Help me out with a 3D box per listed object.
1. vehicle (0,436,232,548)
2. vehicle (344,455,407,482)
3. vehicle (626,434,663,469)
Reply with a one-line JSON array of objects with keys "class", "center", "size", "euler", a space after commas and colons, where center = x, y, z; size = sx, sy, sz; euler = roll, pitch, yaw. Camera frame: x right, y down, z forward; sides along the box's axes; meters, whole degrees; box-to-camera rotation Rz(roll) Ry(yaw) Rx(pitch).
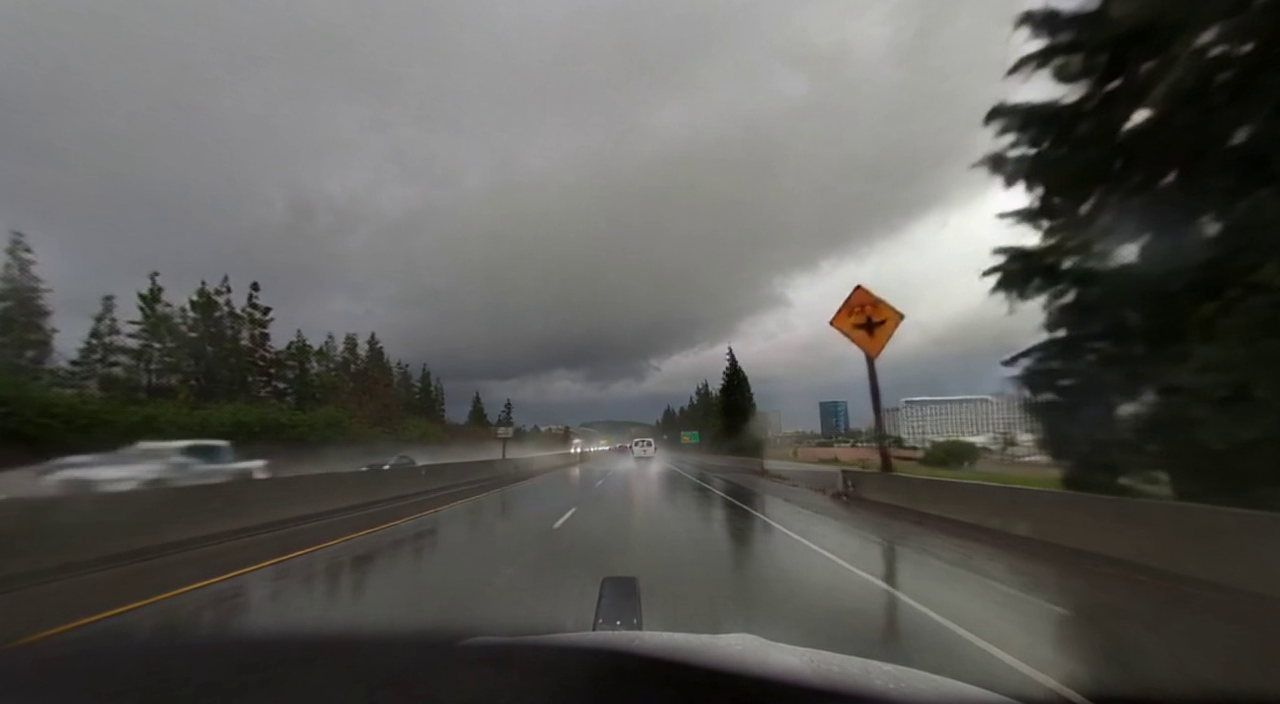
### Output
[{"class": "vehicle", "center": [-12.206, 2.959, 14.125], "size": [2.243, 1.979, 5.607], "euler": [0, -9, 0]}, {"class": "vehicle", "center": [-16.354, 7.207, 38.990], "size": [1.891, 1.517, 4.540], "euler": [-1, -9, 1]}, {"class": "vehicle", "center": [0.314, 6.425, 40.438], "size": [2.268, 2.122, 4.595], "euler": [-1, -9, 1]}]
